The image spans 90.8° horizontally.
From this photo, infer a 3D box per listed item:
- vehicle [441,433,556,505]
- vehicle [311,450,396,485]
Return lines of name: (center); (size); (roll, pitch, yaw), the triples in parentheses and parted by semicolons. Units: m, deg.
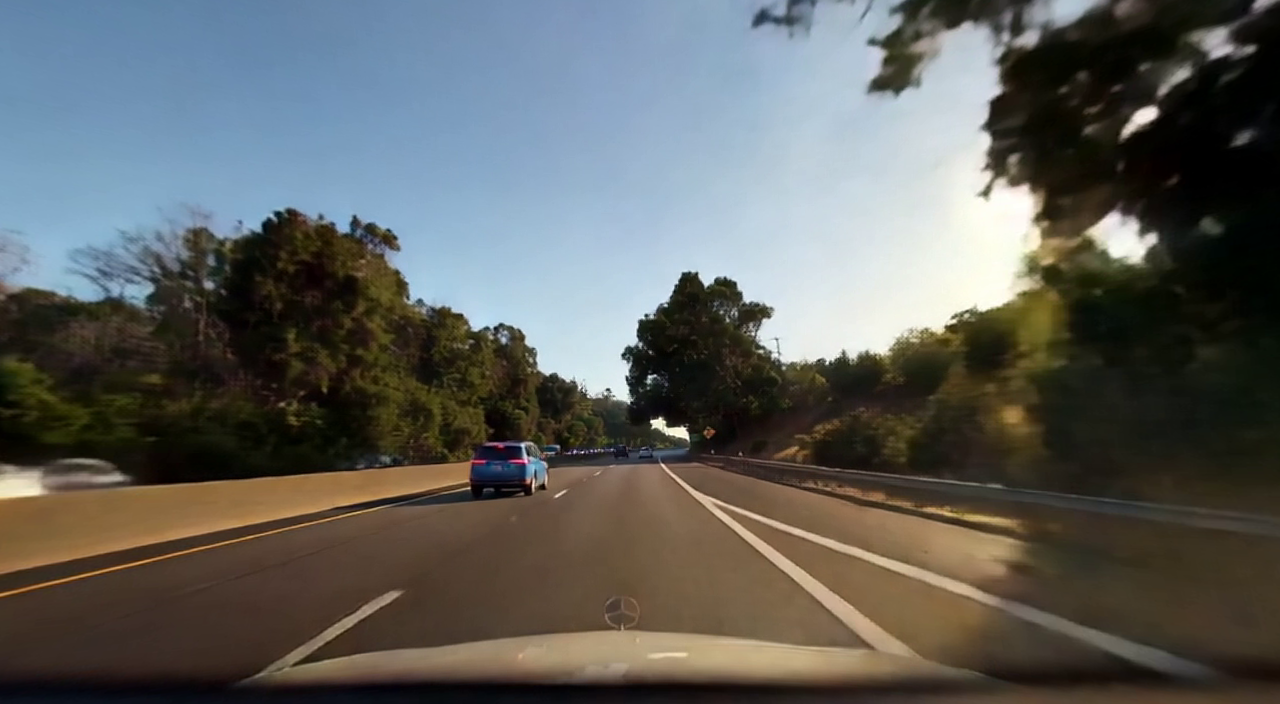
vehicle: (-3.747, 3.184, 17.654); (2.110, 1.727, 4.607); (0, -9, 1)
vehicle: (-13.003, 5.250, 28.976); (1.803, 1.435, 4.433); (0, -9, 0)
